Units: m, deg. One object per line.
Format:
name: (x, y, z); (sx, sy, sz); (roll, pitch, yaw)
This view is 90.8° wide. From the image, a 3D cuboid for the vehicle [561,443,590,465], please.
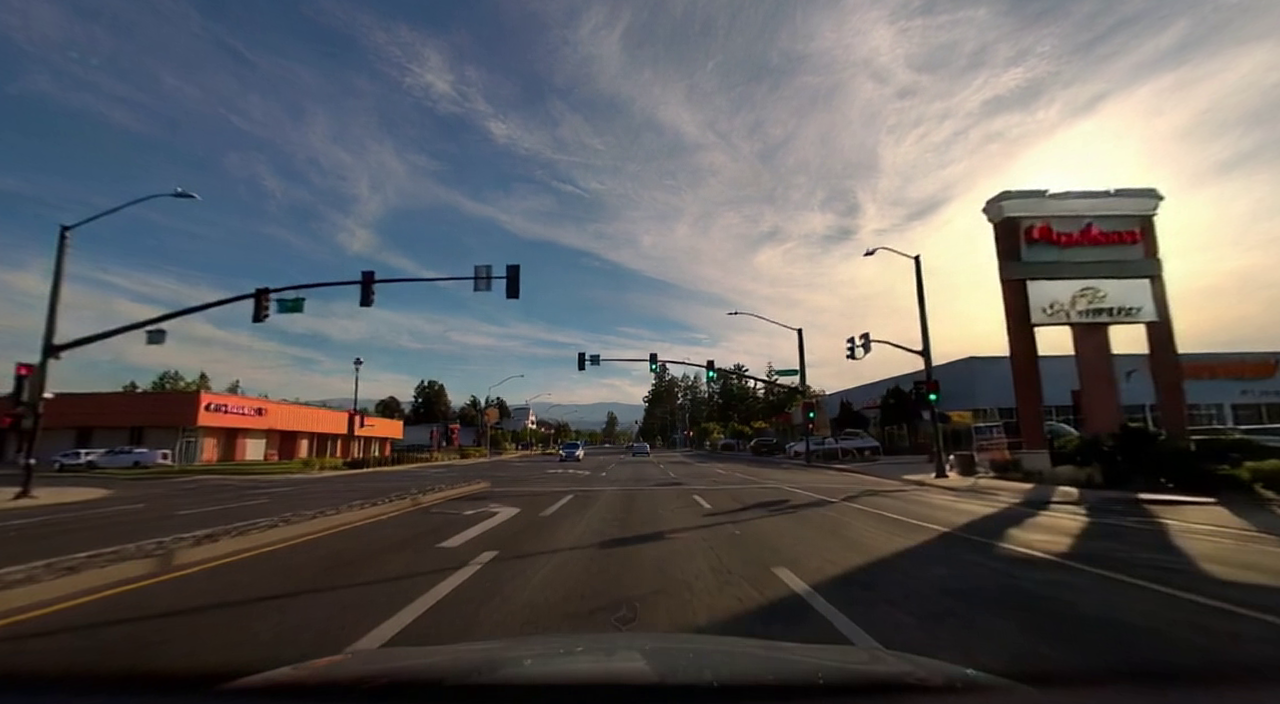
vehicle: (-5.027, 7.963, 49.526); (1.866, 1.513, 4.458); (-1, -8, -1)
